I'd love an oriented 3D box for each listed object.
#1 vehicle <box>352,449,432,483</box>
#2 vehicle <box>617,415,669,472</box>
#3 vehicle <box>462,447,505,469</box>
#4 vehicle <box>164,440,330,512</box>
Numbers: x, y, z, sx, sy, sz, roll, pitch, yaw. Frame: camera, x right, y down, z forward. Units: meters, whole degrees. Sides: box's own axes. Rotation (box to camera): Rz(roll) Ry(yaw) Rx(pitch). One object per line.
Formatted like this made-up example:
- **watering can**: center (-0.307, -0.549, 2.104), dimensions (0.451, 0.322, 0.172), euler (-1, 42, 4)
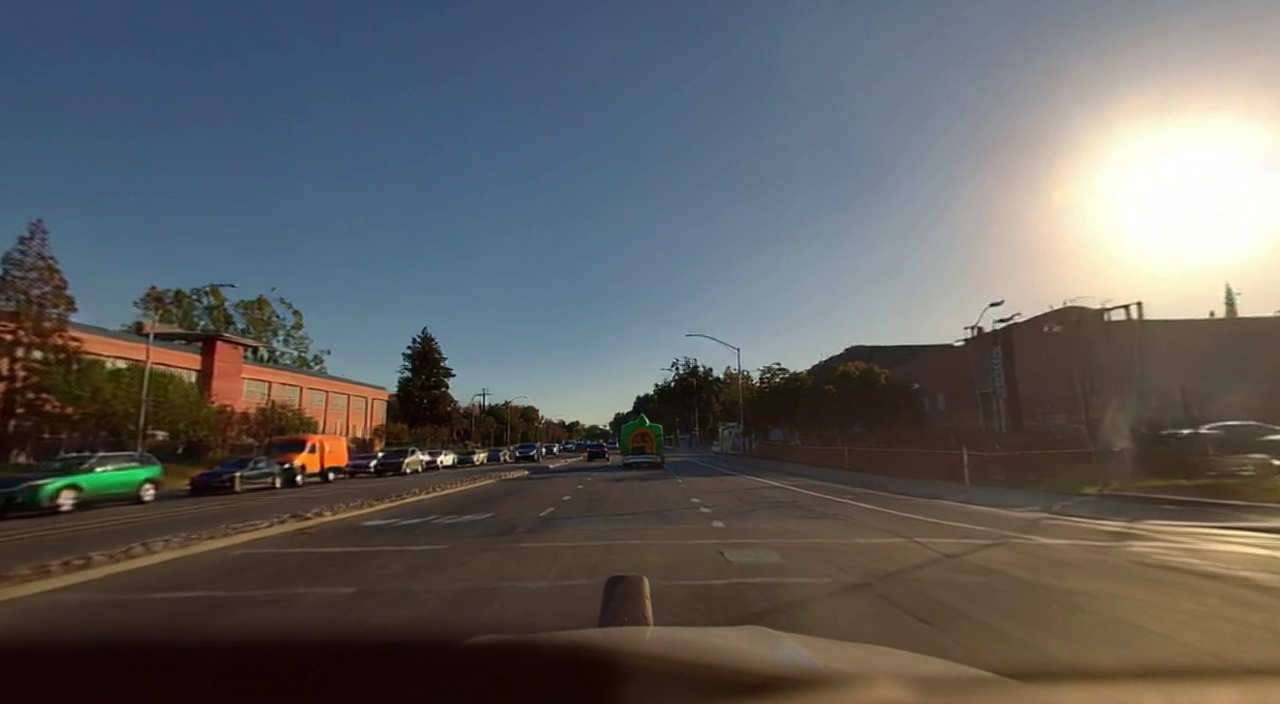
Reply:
- **vehicle**: center (-11.774, 5.401, 30.267), dimensions (1.935, 1.467, 4.451), euler (-1, -8, 2)
- **vehicle**: center (0.082, 5.830, 40.094), dimensions (2.843, 3.120, 10.422), euler (0, -8, -1)
- **vehicle**: center (-11.448, 7.779, 46.372), dimensions (1.884, 1.486, 4.566), euler (-1, -8, 2)
- **vehicle**: center (-12.342, 3.849, 20.320), dimensions (2.068, 1.747, 5.040), euler (-4, -7, 1)
